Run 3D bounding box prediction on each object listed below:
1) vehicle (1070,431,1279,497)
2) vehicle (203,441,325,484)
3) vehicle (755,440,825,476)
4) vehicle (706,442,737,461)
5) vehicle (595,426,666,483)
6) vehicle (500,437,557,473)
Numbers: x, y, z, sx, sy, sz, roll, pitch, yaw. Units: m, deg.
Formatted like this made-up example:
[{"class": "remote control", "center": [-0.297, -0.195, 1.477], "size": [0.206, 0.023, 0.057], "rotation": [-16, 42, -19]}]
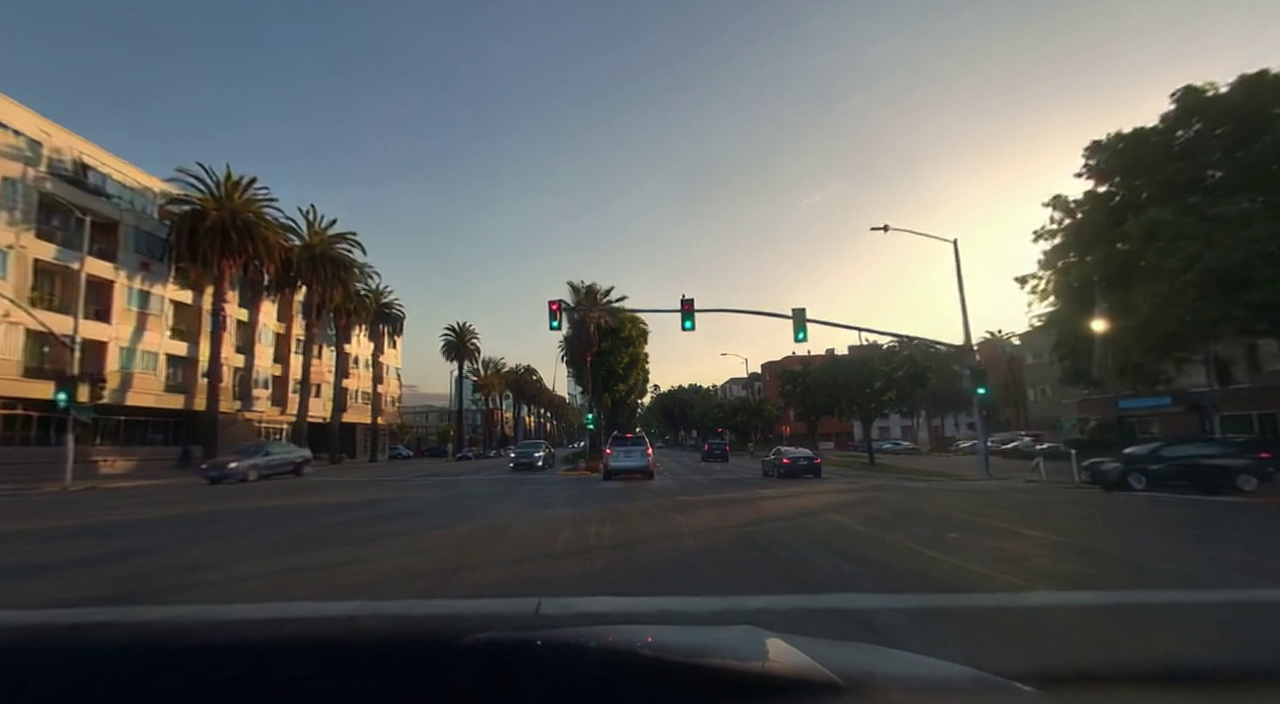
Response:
[{"class": "vehicle", "center": [15.351, 3.121, 17.758], "size": [4.722, 1.695, 2.121], "rotation": [-2, -9, 11]}, {"class": "vehicle", "center": [-14.770, 4.347, 25.113], "size": [1.850, 1.544, 4.858], "rotation": [0, -8, 0]}, {"class": "vehicle", "center": [6.716, 4.807, 28.757], "size": [1.975, 1.483, 4.769], "rotation": [0, -8, -1]}, {"class": "vehicle", "center": [6.388, 7.855, 49.829], "size": [1.777, 1.443, 3.942], "rotation": [0, -8, -2]}, {"class": "vehicle", "center": [-0.306, 3.622, 22.444], "size": [2.277, 1.816, 4.192], "rotation": [0, -8, 0]}, {"class": "vehicle", "center": [-5.310, 4.933, 30.495], "size": [2.028, 1.489, 4.386], "rotation": [-3, -8, -1]}]
